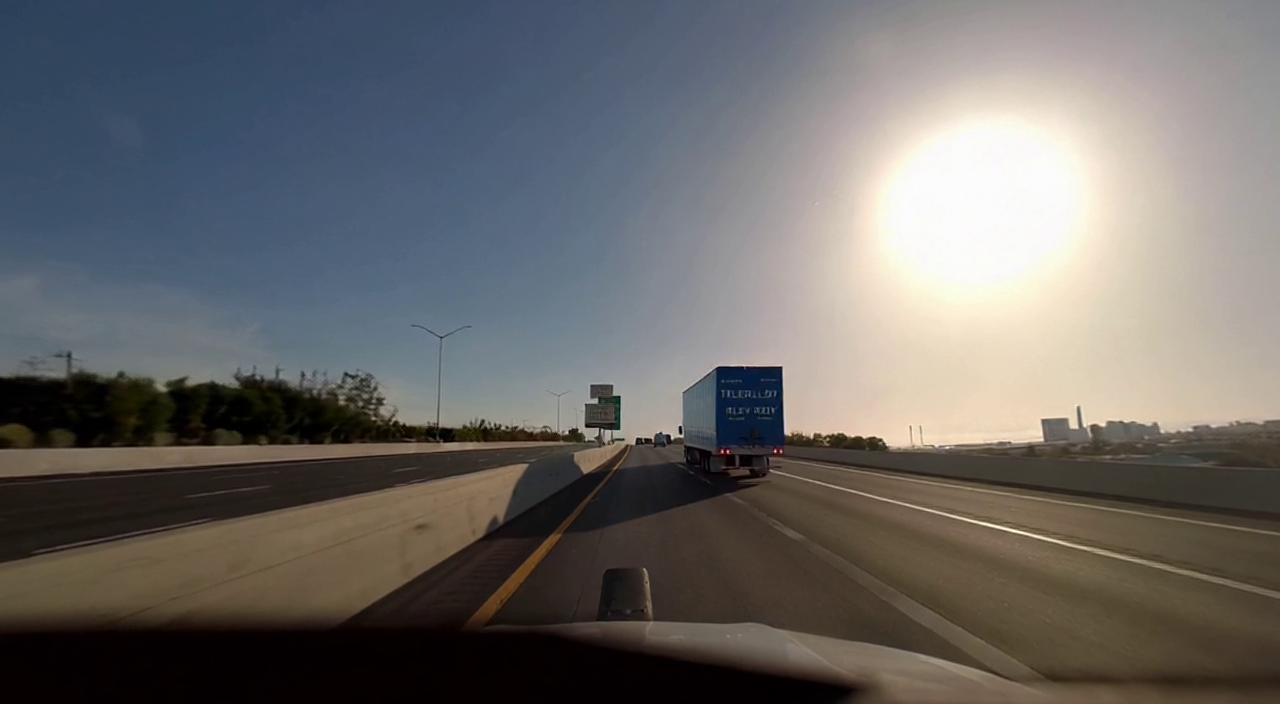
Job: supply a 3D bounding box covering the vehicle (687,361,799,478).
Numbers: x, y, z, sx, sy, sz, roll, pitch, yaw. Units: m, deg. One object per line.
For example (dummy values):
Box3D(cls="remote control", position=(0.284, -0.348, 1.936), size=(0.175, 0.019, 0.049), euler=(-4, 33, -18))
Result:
Box3D(cls="vehicle", position=(4.124, 3.358, 29.123), size=(3.006, 4.093, 14.142), euler=(0, -8, 1))
